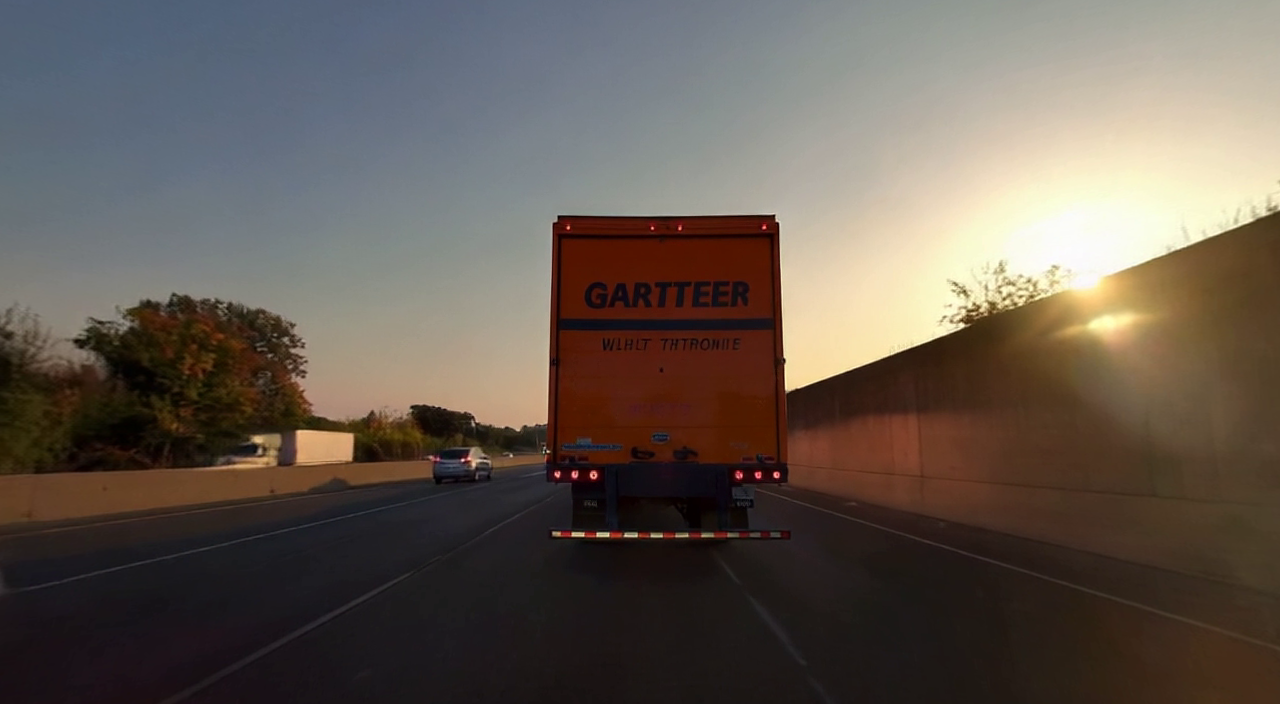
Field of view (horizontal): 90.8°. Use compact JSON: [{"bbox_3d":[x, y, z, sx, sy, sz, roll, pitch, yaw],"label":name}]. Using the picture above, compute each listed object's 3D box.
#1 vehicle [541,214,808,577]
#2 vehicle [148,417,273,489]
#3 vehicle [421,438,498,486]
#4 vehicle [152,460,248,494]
[{"bbox_3d":[0.482,1.233,12.276,2.853,4.054,10.557,0,-9,1],"label":"vehicle"},{"bbox_3d":[-25.303,6.025,37.617,2.982,3.901,5.976,0,-9,0],"label":"vehicle"},{"bbox_3d":[-8.560,5.277,30.537,2.174,2.059,5.314,0,-9,0],"label":"vehicle"},{"bbox_3d":[-20.544,5.843,29.658,1.851,1.430,3.604,0,-9,0],"label":"vehicle"}]
